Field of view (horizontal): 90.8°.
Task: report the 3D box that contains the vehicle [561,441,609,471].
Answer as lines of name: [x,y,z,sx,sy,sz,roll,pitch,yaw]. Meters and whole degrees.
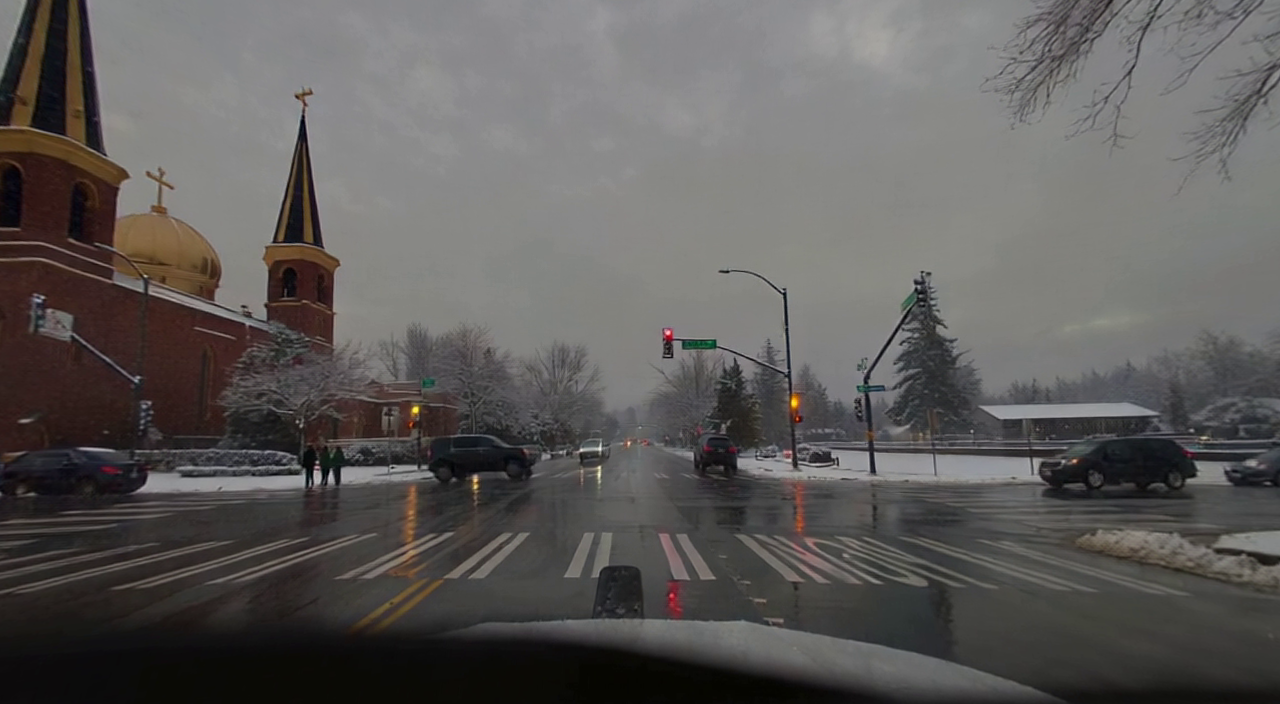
vehicle: [-3.226,6.274,38.300,2.223,1.692,4.688,-1,-8,3]

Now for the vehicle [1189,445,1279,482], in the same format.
vehicle: [26.372,4.686,26.675,4.561,1.475,1.850,0,-8,0]

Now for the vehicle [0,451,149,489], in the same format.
vehicle: [-23.382,4.856,26.207,4.479,1.476,1.873,0,-8,1]

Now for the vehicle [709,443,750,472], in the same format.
vehicle: [5.811,6.862,41.480,1.969,1.776,4.329,0,-8,-2]

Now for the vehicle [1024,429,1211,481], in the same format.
vehicle: [19.868,4.315,26.563,5.852,2.057,2.361,0,-8,1]

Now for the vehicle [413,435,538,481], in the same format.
vehicle: [-6.816,4.359,26.287,4.567,1.724,2.051,5,-10,-32]
